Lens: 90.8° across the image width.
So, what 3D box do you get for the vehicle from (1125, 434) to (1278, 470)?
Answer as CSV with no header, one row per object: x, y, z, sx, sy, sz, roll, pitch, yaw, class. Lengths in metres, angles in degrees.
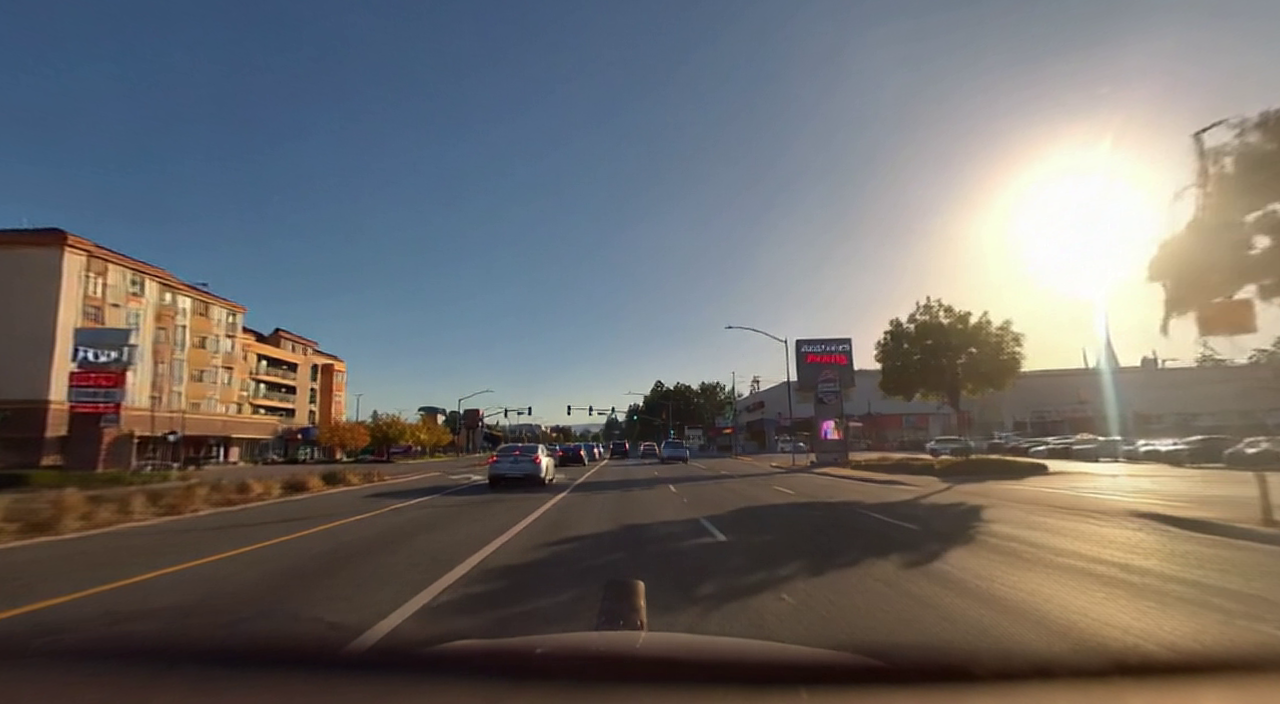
24.776,4.435,28.125,4.554,1.470,2.020,-4,-9,24,vehicle

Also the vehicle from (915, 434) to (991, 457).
23.336,7.006,47.321,4.824,1.693,1.984,-3,-9,20,vehicle

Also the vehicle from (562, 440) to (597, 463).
-4.383,7.263,46.216,2.143,1.643,4.336,0,-9,0,vehicle

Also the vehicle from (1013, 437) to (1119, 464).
24.998,5.815,37.320,4.799,1.497,1.952,-4,-9,22,vehicle

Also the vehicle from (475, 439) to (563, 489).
-3.963,3.753,21.526,2.097,1.497,4.571,0,-9,0,vehicle
